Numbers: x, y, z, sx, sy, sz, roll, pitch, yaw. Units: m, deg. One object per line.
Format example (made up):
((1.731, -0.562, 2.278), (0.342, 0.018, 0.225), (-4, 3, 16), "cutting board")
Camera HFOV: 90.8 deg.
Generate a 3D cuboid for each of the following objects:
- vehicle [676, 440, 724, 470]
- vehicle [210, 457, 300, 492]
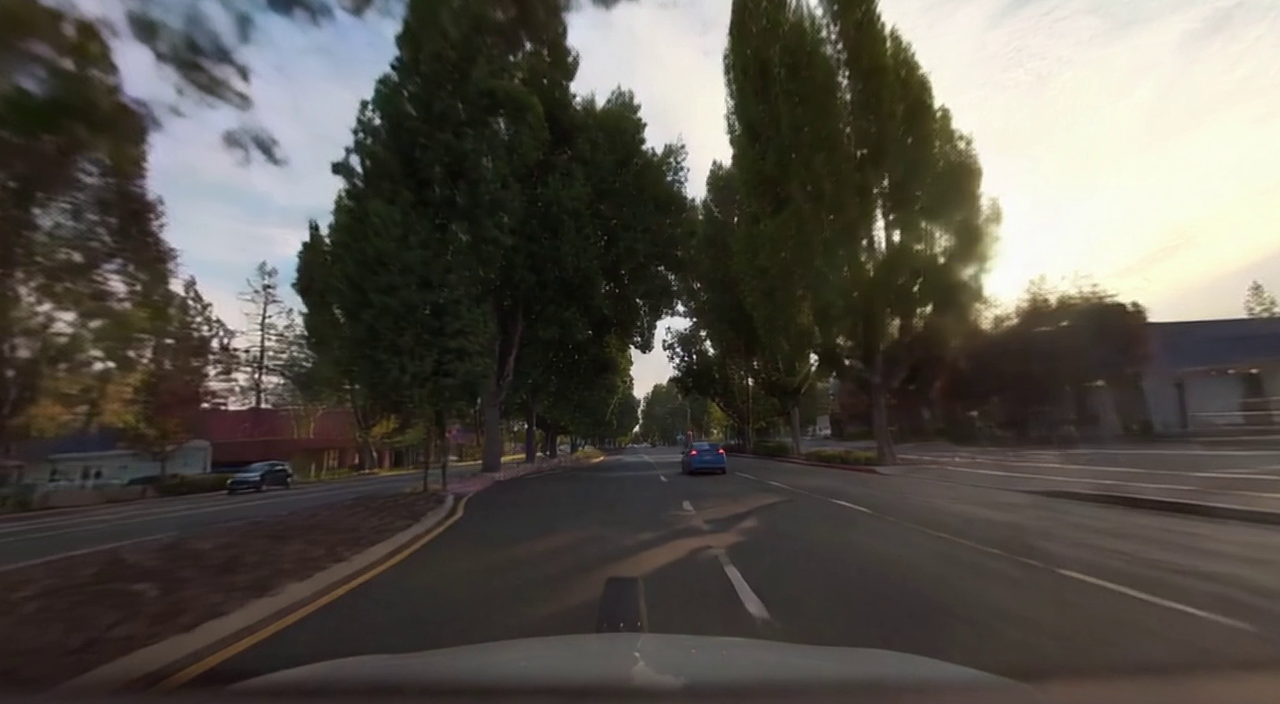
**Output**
((2.971, 5.225, 32.177), (1.929, 1.411, 4.284), (0, -8, -1), "vehicle")
((-19.846, 6.314, 32.822), (1.949, 1.610, 4.279), (0, -8, 0), "vehicle")
